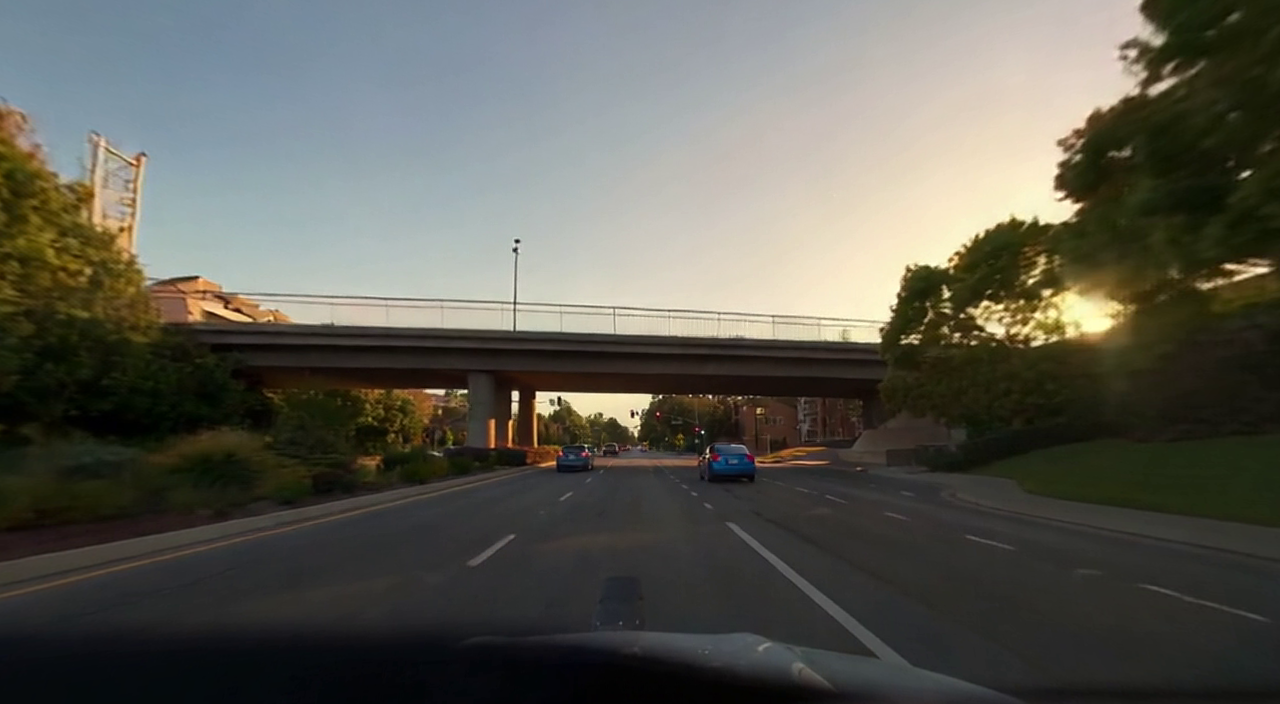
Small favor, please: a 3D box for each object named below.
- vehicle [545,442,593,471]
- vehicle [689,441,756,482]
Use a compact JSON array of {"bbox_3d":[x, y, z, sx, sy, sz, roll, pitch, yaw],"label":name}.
[{"bbox_3d":[-3.767,5.616,34.285,2.060,1.484,4.417,0,-8,1],"label":"vehicle"},{"bbox_3d":[3.242,4.371,25.656,2.068,1.497,4.247,0,-8,-1],"label":"vehicle"}]
